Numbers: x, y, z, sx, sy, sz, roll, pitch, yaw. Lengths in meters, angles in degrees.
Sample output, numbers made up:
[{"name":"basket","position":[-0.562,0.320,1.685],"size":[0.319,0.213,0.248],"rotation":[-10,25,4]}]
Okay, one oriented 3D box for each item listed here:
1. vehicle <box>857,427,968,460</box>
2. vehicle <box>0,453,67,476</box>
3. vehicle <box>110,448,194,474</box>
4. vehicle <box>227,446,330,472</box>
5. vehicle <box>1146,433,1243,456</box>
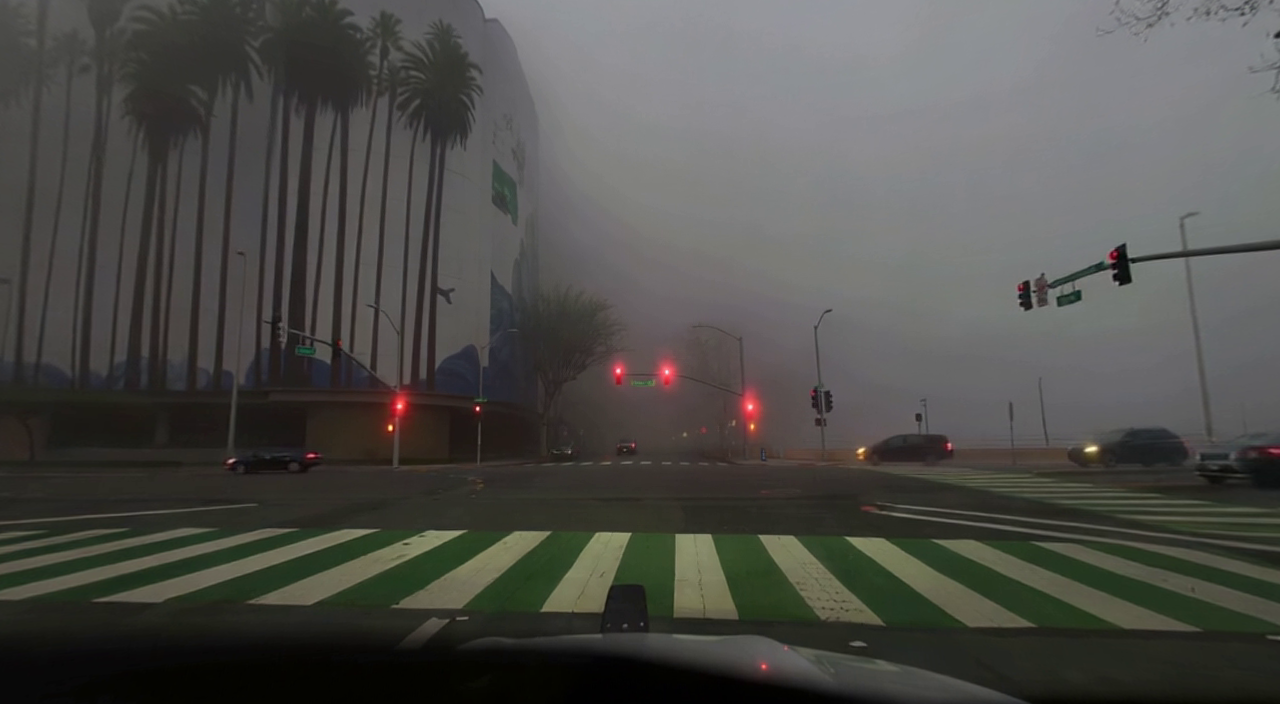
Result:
[{"name":"vehicle","position":[15.944,5.385,37.104],"size":[5.477,1.880,2.125],"rotation":[0,-8,1]},{"name":"vehicle","position":[-41.633,7.607,42.794],"size":[3.698,1.508,1.779],"rotation":[0,-8,1]},{"name":"vehicle","position":[-33.060,7.400,42.779],"size":[4.136,1.661,1.857],"rotation":[0,-8,0]},{"name":"vehicle","position":[-21.178,6.287,37.013],"size":[4.893,1.458,1.791],"rotation":[0,-8,-1]},{"name":"vehicle","position":[36.186,6.026,41.225],"size":[4.606,1.449,1.687],"rotation":[0,-8,2]}]
